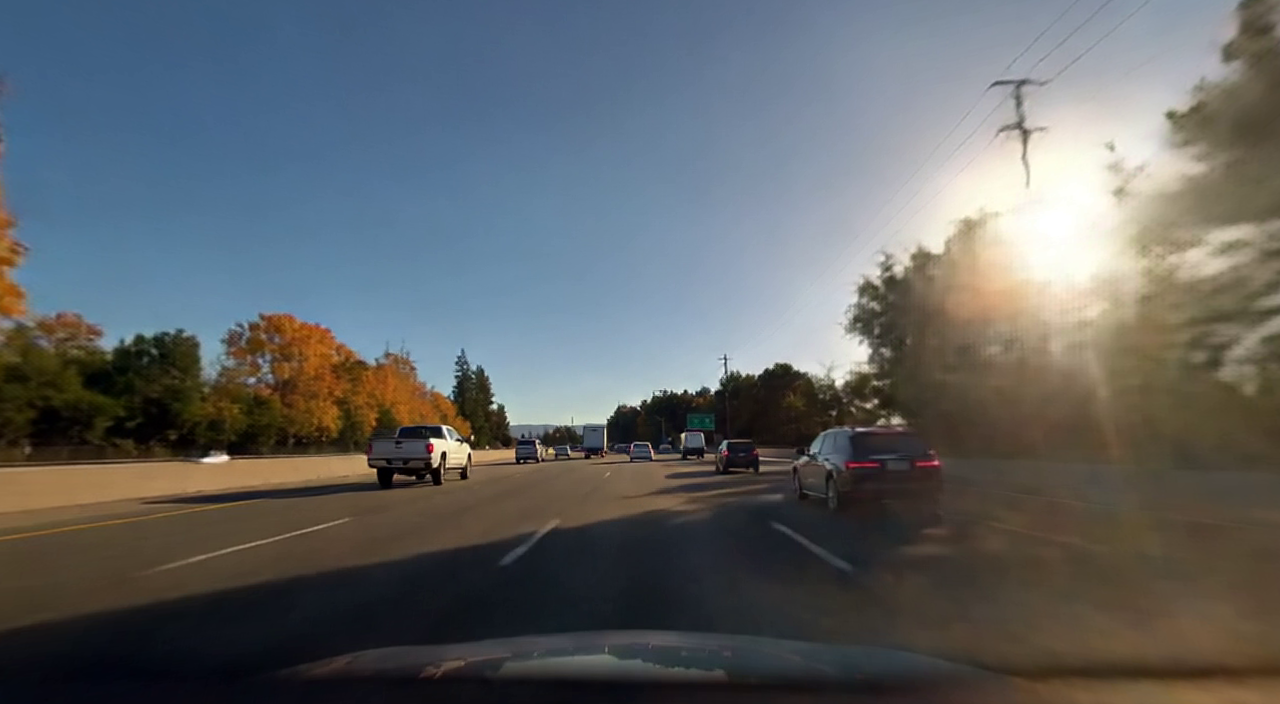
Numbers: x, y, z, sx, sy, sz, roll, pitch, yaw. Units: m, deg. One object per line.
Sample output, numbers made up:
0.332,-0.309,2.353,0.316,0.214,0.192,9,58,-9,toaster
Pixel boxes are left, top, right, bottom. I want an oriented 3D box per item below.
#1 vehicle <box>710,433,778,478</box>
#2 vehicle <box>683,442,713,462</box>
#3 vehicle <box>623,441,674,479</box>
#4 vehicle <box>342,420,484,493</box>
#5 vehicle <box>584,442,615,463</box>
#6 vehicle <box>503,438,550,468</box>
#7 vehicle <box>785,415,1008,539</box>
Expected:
4.450,4.494,27.694,2.195,1.778,4.455,0,-9,0,vehicle
4.390,7.614,47.934,1.895,1.429,3.908,0,-9,0,vehicle
0.347,4.476,26.333,1.966,1.444,3.986,0,-9,0,vehicle
-6.821,3.242,19.867,2.269,1.936,5.777,0,-9,0,vehicle
-2.937,7.384,46.421,1.904,1.479,4.274,0,-9,1,vehicle
-6.784,6.048,38.016,1.978,1.680,4.263,0,-9,1,vehicle
4.032,2.042,10.882,2.002,1.691,4.290,0,-9,0,vehicle
